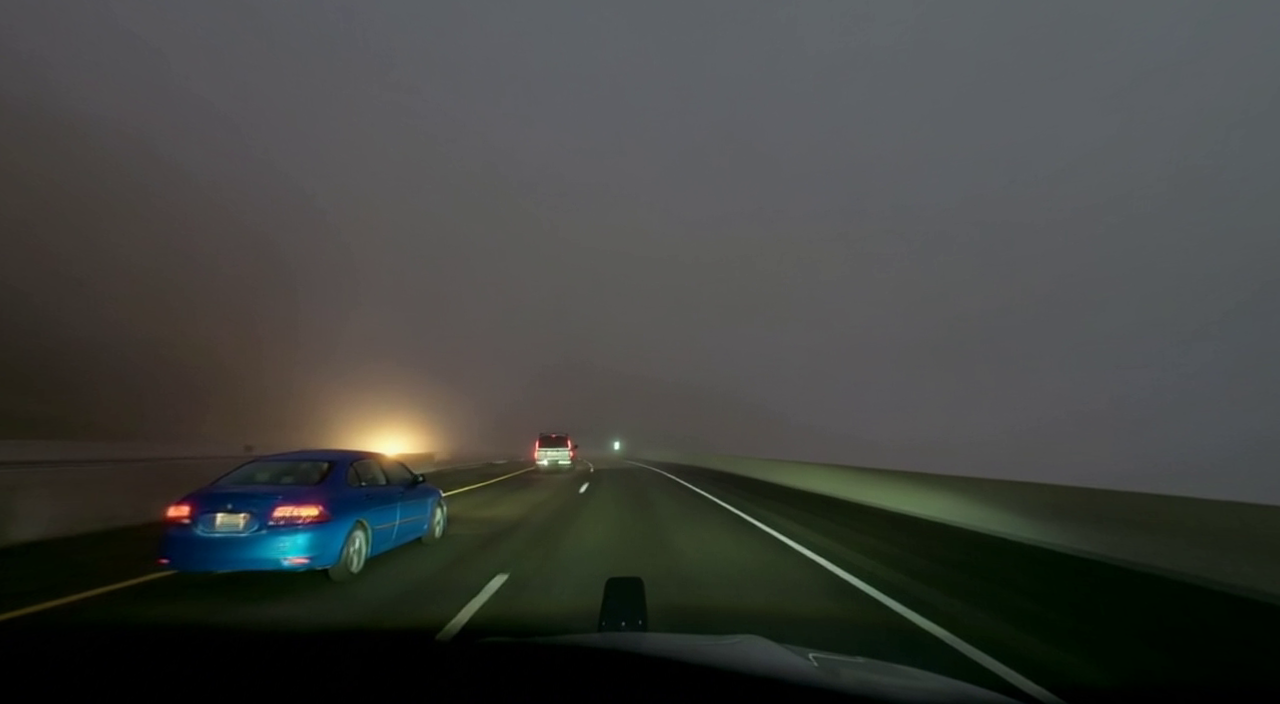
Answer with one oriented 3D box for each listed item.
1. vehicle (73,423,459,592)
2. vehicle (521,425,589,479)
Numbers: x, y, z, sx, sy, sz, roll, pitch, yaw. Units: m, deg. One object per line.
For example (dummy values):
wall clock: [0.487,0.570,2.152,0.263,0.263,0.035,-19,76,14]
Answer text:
vehicle: [-4.056,1.755,8.064,2.097,1.511,4.585,0,-8,0]
vehicle: [-3.732,4.543,28.834,2.444,2.204,5.568,0,-8,-1]
